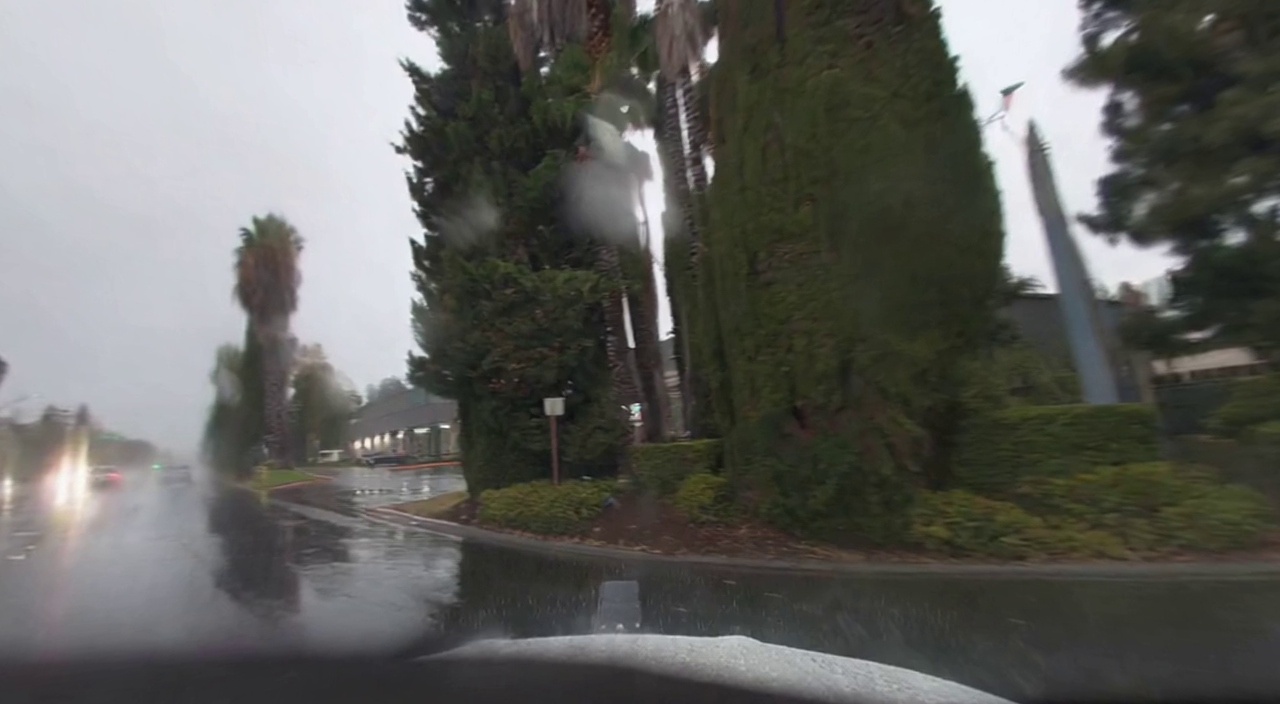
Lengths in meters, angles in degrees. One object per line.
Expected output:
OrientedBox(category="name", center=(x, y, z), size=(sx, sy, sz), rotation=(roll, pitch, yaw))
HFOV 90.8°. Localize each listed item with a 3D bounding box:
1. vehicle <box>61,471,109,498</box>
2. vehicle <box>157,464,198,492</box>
OrientedBox(category="vehicle", center=(-37.165, 8.843, 42.395), size=(1.976, 1.524, 4.385), rotation=(6, -10, -37))
OrientedBox(category="vehicle", center=(-32.640, 8.812, 44.558), size=(2.018, 1.719, 4.369), rotation=(6, -11, -38))
